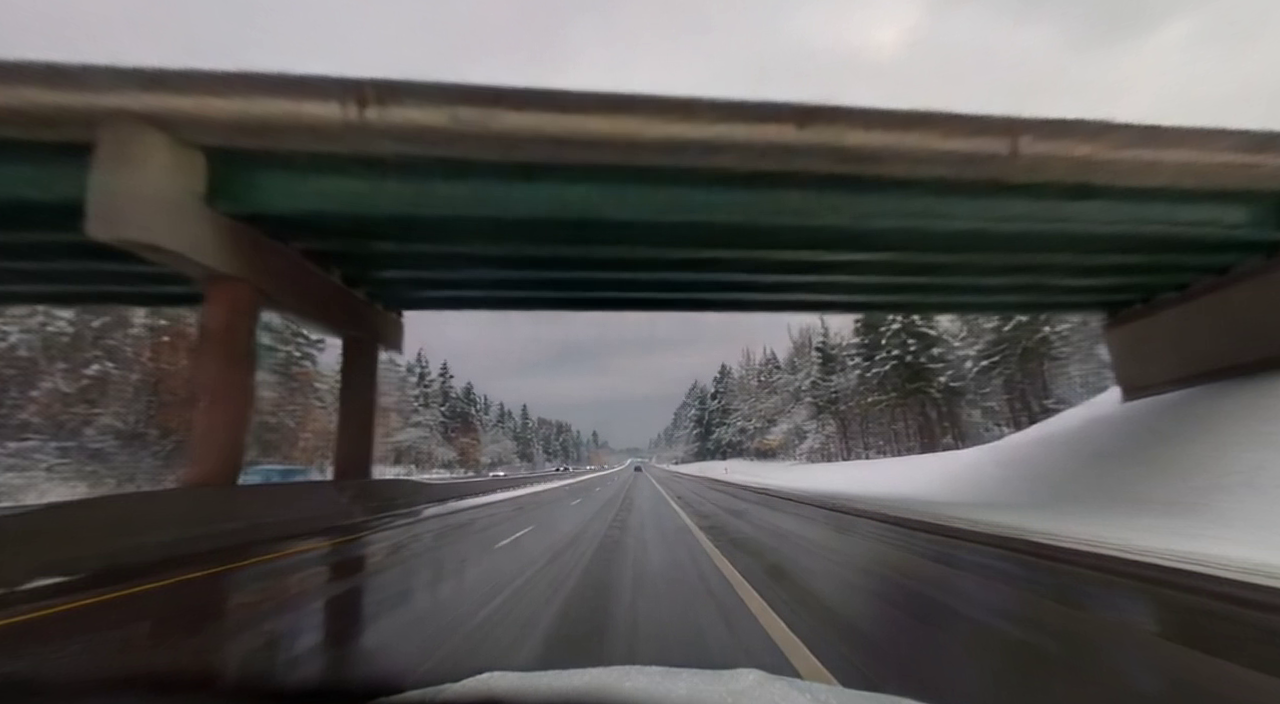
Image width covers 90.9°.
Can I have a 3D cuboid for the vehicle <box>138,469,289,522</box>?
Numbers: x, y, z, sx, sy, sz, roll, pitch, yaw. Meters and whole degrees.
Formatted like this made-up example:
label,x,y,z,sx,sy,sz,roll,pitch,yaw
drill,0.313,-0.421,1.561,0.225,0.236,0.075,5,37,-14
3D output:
label,x,y,z,sx,sy,sz,roll,pitch,yaw
vehicle,-12.835,4.313,19.300,1.941,1.429,3.701,1,-10,1
